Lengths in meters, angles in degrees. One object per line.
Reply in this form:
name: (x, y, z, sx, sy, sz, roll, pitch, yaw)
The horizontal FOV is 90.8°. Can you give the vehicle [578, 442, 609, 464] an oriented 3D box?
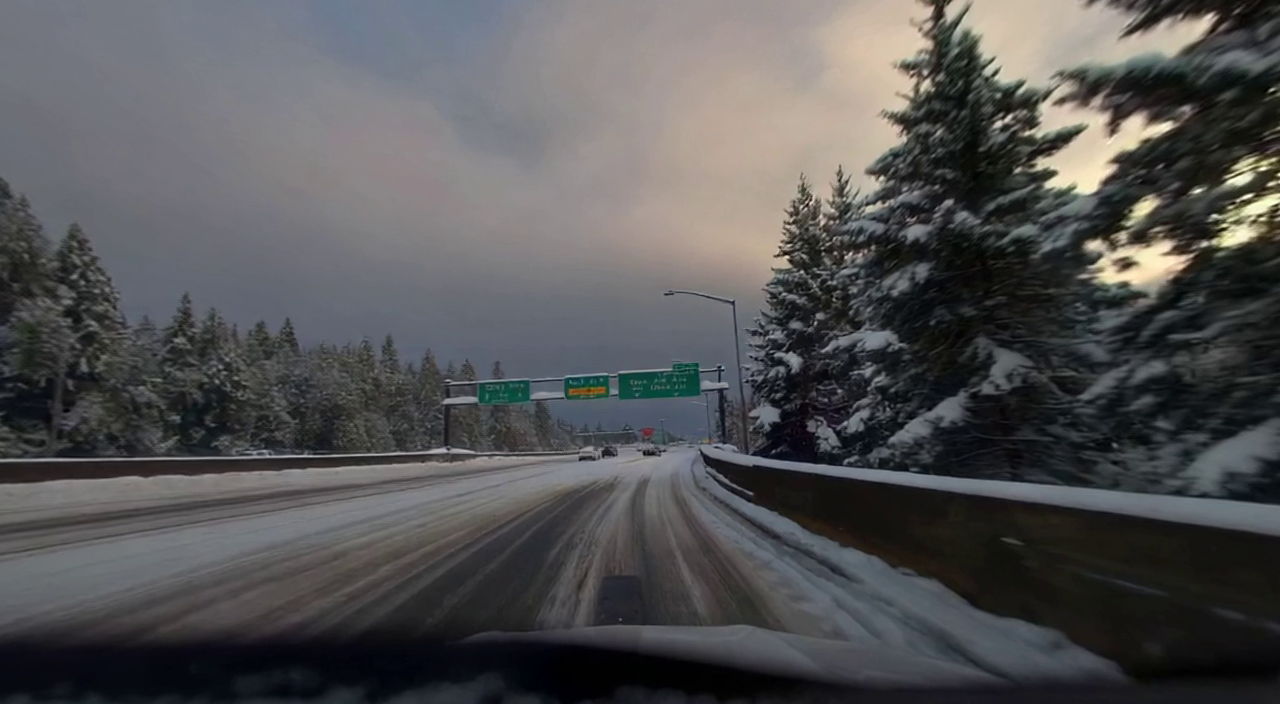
vehicle: (-3.451, 7.627, 47.730, 2.271, 1.537, 4.029, 0, -9, -3)
